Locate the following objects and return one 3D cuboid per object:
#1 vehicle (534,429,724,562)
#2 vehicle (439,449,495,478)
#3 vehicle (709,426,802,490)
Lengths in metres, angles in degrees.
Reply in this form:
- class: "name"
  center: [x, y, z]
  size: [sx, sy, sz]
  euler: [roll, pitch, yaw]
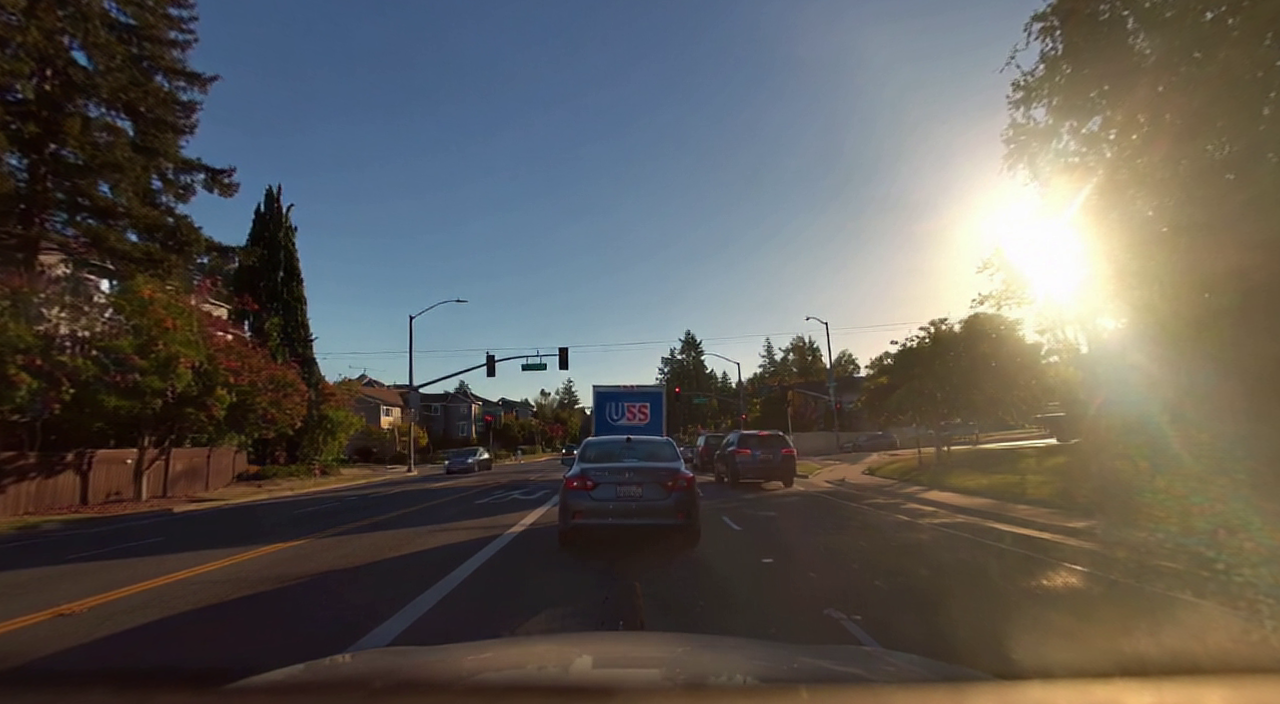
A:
- class: "vehicle"
  center: [-0.156, 1.937, 9.303]
  size: [2.135, 1.483, 4.207]
  euler: [0, -8, -1]
- class: "vehicle"
  center: [-9.755, 6.313, 36.003]
  size: [1.950, 1.467, 4.270]
  euler: [0, -8, 1]
- class: "vehicle"
  center: [3.617, 3.438, 20.774]
  size: [2.145, 1.847, 4.524]
  euler: [0, -8, -1]
